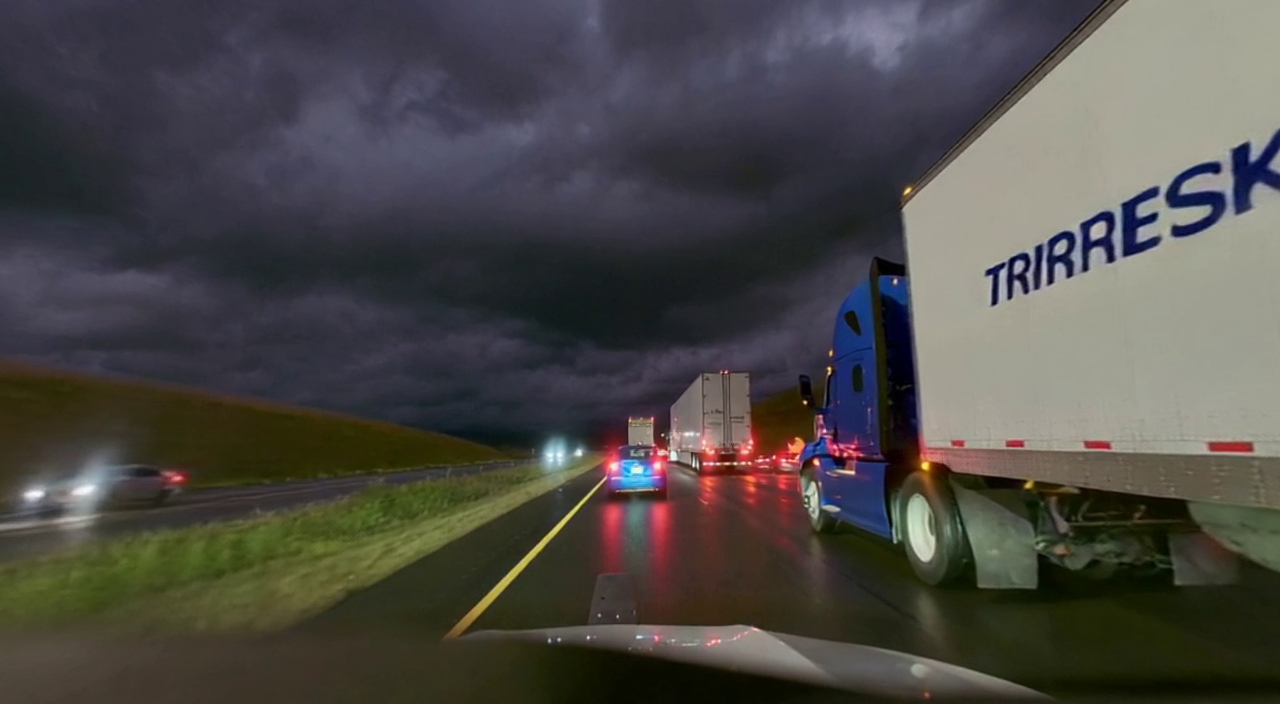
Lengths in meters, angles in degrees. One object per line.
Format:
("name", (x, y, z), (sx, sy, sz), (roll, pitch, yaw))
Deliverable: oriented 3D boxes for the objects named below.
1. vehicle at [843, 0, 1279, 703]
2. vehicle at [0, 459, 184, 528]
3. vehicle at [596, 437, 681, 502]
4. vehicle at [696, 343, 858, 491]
("vehicle", (4.366, -0.823, 0.294), (3.410, 4.438, 14.410), (0, -8, -1))
("vehicle", (-15.132, 3.762, 17.233), (2.081, 1.476, 4.233), (-1, -8, 0))
("vehicle", (-0.074, 3.091, 17.001), (2.045, 1.507, 3.763), (0, -8, -1))
("vehicle", (4.327, 2.509, 22.916), (3.235, 4.197, 9.908), (0, -8, -2))
